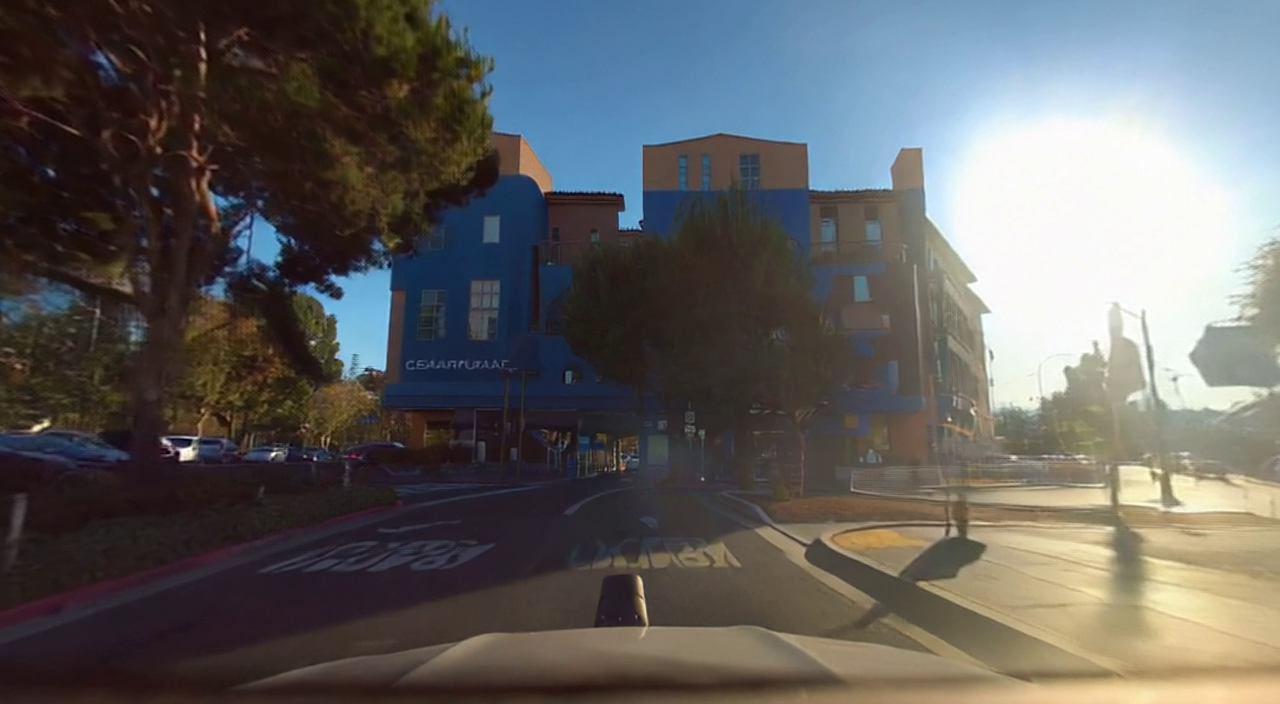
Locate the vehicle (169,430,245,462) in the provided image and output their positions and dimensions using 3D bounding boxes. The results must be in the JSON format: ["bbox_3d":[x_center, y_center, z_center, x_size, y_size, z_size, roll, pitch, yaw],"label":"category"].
[{"bbox_3d":[-25.822,5.595,37.692,1.870,1.563,4.039,2,-5,-5],"label":"vehicle"}]

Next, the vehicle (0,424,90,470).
[{"bbox_3d":[-22.291,3.384,22.460,1.838,1.518,4.074,0,-8,-5],"label":"vehicle"}]

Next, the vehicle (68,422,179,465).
[{"bbox_3d":[-22.514,4.085,27.640,1.675,1.587,3.980,-1,-11,-5],"label":"vehicle"}]
